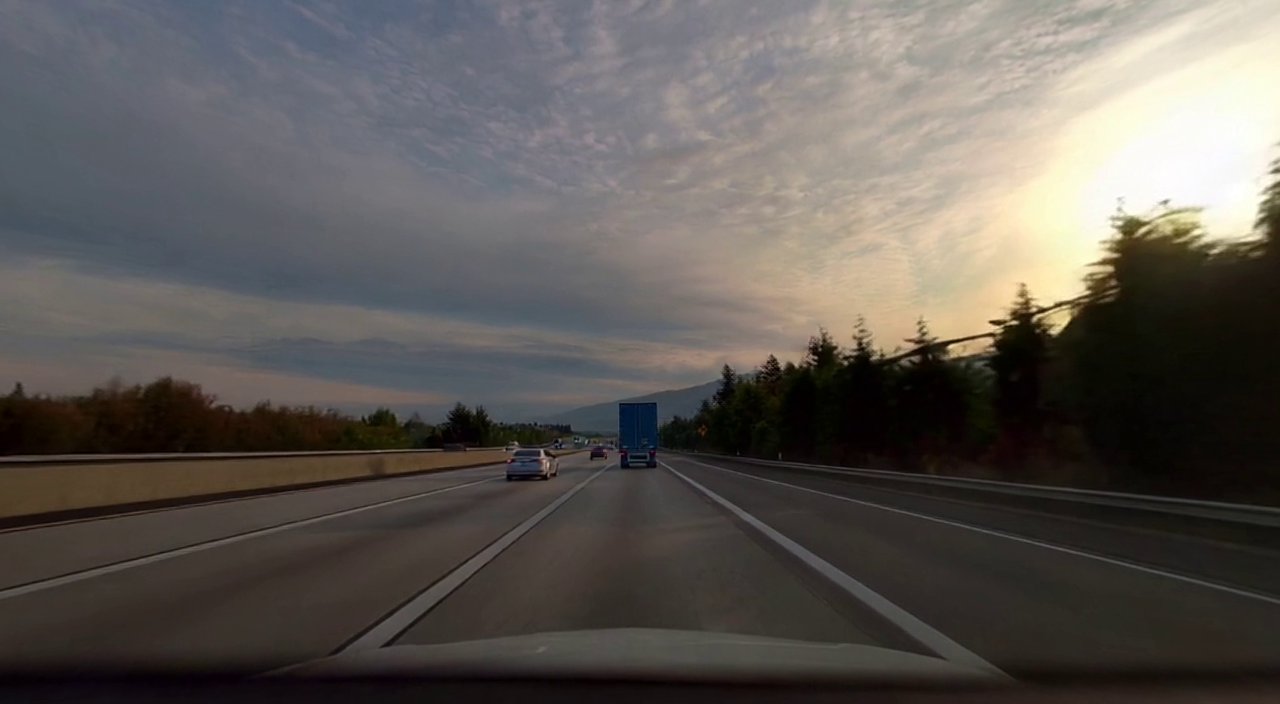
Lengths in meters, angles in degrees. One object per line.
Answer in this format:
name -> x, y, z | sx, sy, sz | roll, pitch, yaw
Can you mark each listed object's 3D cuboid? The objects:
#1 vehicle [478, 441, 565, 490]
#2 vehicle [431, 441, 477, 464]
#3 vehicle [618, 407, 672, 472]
vehicle -> -4.022, 3.973, 22.368 | 2.114, 1.523, 5.110 | 0, -9, 0
vehicle -> -13.050, 7.070, 44.508 | 2.020, 1.509, 4.186 | 0, -9, 0
vehicle -> 0.134, 5.602, 40.018 | 2.893, 3.628, 9.081 | 0, -9, -3
